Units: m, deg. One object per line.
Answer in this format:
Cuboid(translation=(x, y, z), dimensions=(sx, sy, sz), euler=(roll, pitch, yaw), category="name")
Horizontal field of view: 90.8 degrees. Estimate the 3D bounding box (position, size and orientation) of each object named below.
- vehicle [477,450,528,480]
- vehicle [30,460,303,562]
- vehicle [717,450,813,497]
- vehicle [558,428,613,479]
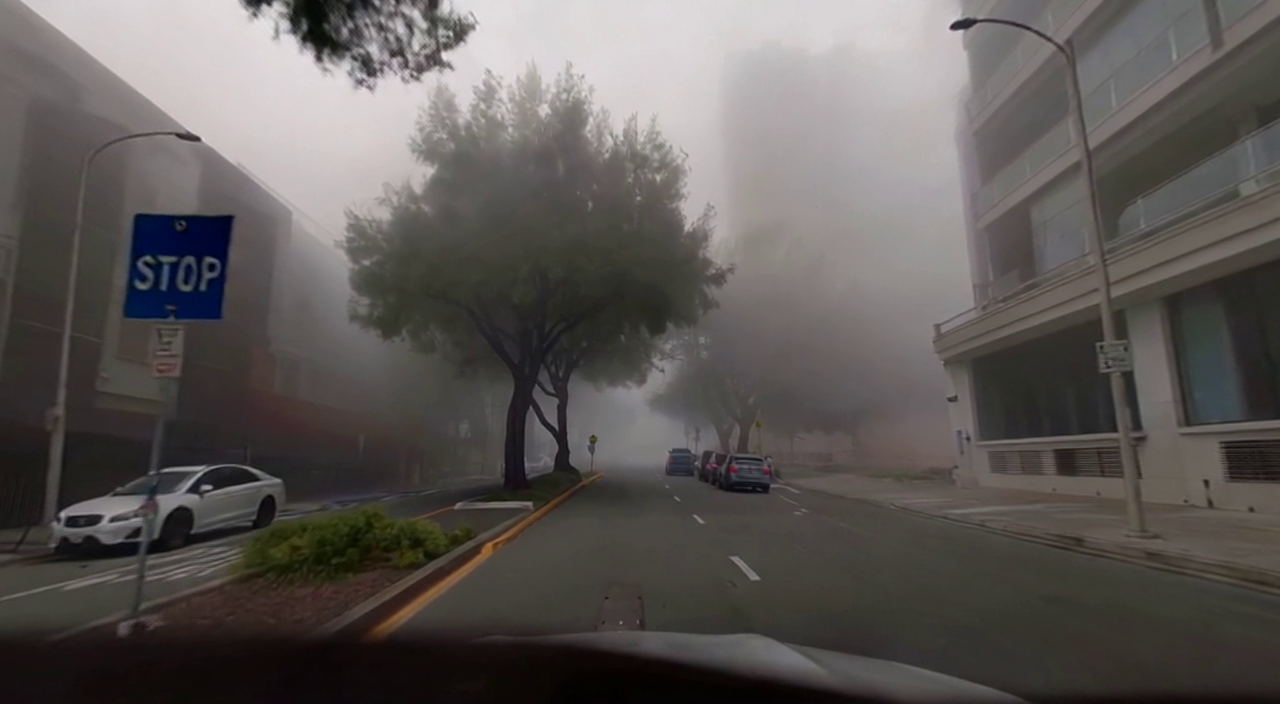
Cuboid(translation=(-8.881, 7.313, 41.213), dimensions=(2.256, 1.802, 4.333), euler=(0, -8, 2), category="vehicle")
Cuboid(translation=(-8.739, 2.923, 12.319), dimensions=(2.007, 1.503, 4.343), euler=(0, -9, -1), category="vehicle")
Cuboid(translation=(4.600, 4.279, 22.744), dimensions=(1.858, 1.491, 4.329), euler=(-5, -10, 33), category="vehicle")
Cuboid(translation=(-2.980, 5.751, 36.058), dimensions=(2.317, 2.596, 6.053), euler=(0, -8, 2), category="vehicle")
